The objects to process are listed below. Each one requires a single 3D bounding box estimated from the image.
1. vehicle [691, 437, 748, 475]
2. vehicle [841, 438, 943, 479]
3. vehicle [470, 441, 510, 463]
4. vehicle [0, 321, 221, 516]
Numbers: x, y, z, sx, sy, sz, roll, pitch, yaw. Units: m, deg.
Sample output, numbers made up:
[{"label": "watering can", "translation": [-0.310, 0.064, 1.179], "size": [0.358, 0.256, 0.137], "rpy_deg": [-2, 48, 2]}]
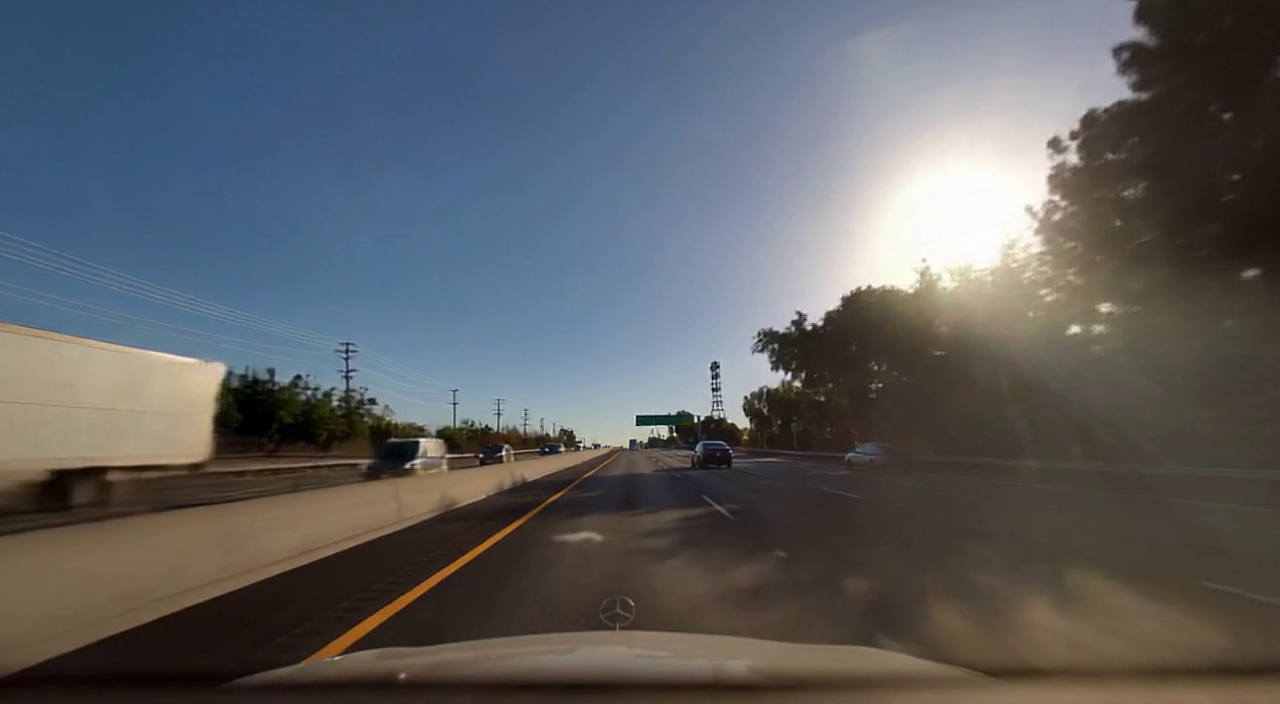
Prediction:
[{"label": "vehicle", "translation": [3.633, 4.843, 29.663], "size": [2.018, 1.600, 4.121], "rpy_deg": [0, -8, -2]}, {"label": "vehicle", "translation": [10.256, 4.356, 26.228], "size": [1.987, 1.502, 5.130], "rpy_deg": [0, -8, -1]}, {"label": "vehicle", "translation": [-11.610, 7.757, 49.324], "size": [2.001, 1.604, 4.568], "rpy_deg": [0, -8, 0]}, {"label": "vehicle", "translation": [-15.115, 1.234, 12.131], "size": [3.082, 4.100, 16.527], "rpy_deg": [0, -8, -1]}]
